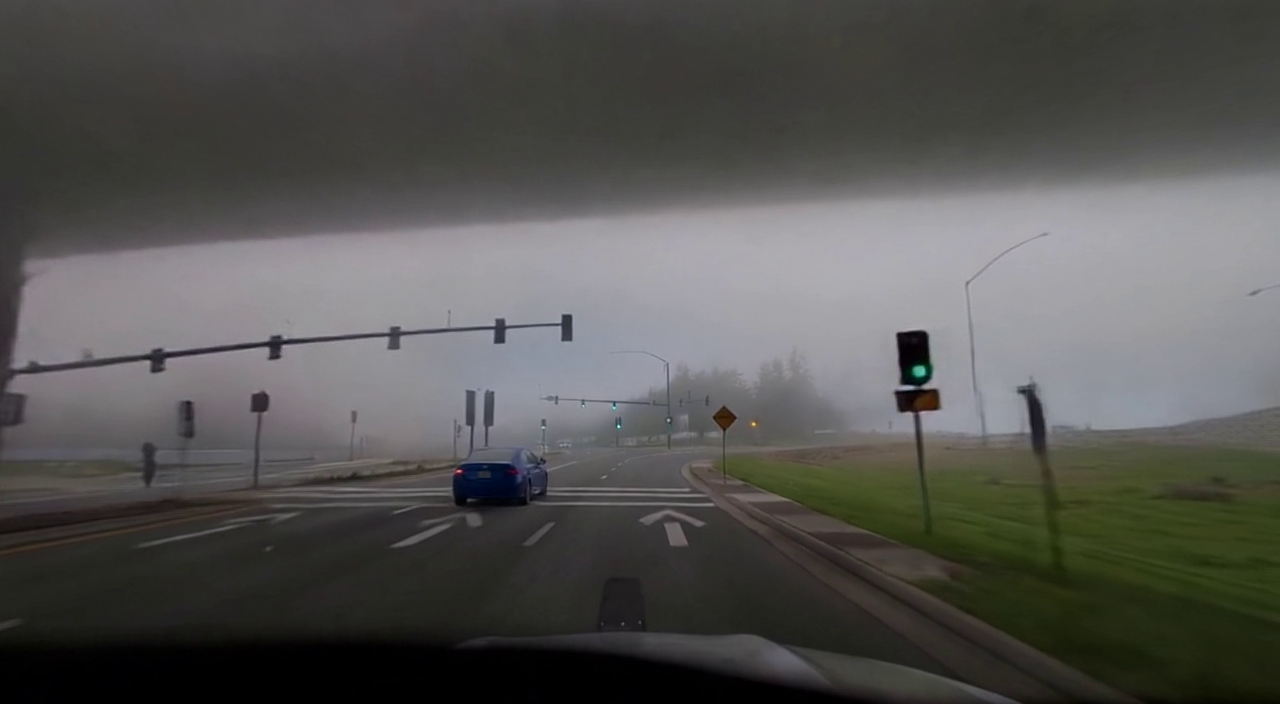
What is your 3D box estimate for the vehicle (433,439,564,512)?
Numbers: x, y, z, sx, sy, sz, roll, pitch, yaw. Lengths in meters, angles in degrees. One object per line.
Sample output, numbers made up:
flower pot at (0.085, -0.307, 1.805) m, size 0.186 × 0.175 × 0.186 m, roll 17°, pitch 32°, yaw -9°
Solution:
vehicle at (-3.179, 2.882, 15.226) m, size 1.963 × 1.460 × 4.614 m, roll 0°, pitch -9°, yaw 2°
